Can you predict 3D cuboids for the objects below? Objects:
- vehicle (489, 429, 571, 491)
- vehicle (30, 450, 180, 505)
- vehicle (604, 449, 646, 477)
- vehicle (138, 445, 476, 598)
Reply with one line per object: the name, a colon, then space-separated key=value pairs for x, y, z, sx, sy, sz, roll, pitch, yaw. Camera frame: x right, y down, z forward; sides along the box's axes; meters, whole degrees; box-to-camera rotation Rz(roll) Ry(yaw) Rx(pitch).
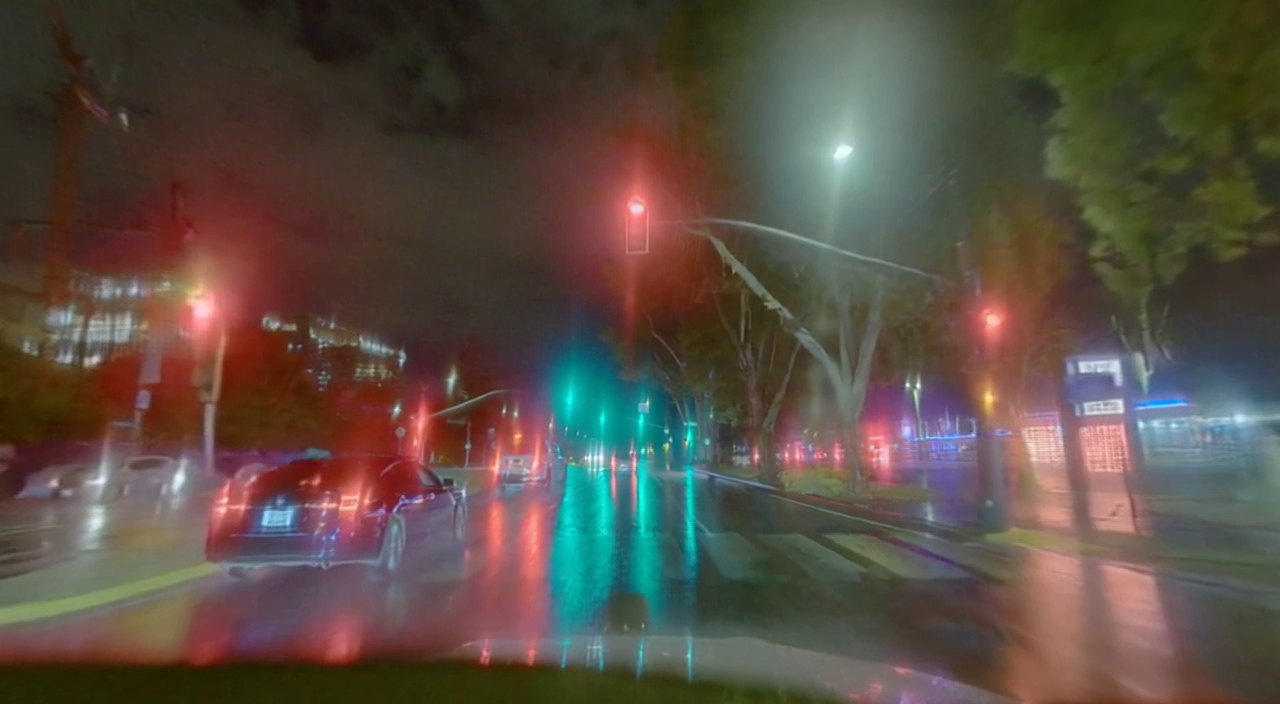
vehicle: x=-3.961 y=3.981 z=23.598 sx=2.240 sy=2.054 sz=4.662 roll=0 pitch=-9 yaw=0
vehicle: x=-19.618 y=4.557 z=23.414 sx=1.892 sy=1.705 sz=4.321 roll=-1 pitch=-8 yaw=-3
vehicle: x=-0.811 y=6.132 z=35.017 sx=2.171 sy=1.422 sz=4.146 roll=0 pitch=-9 yaw=-1
vehicle: x=-3.709 y=1.925 z=8.214 sx=1.959 sy=1.406 sz=4.527 roll=0 pitch=-9 yaw=0
